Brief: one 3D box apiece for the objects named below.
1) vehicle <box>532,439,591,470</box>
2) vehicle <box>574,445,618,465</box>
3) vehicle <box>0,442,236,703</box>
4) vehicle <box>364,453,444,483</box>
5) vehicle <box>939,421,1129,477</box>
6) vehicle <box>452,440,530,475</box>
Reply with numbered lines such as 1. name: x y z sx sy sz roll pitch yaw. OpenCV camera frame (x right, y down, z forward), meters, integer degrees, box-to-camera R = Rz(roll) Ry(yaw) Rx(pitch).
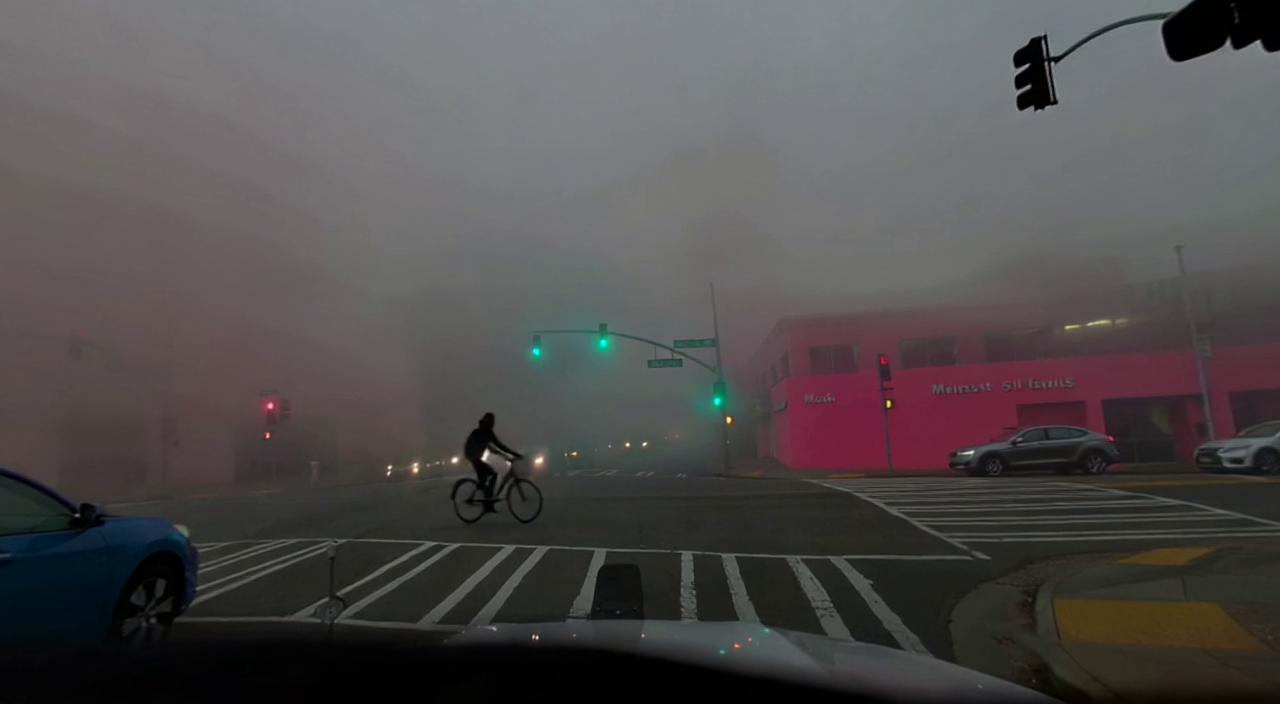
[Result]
1. vehicle: -4.494 5.979 36.871 1.928 1.647 4.575 -2 -9 13
2. vehicle: -3.009 7.187 44.124 1.743 1.362 4.350 -2 -9 14
3. vehicle: -3.683 0.973 2.154 1.759 1.325 4.295 0 -9 0
4. vehicle: -12.566 6.175 33.893 1.976 1.425 4.567 -1 -9 9
5. vehicle: 11.575 2.879 18.798 4.355 1.546 1.820 -1 -9 6
6. vehicle: -8.382 5.975 36.053 2.152 1.825 5.406 -2 -9 12
